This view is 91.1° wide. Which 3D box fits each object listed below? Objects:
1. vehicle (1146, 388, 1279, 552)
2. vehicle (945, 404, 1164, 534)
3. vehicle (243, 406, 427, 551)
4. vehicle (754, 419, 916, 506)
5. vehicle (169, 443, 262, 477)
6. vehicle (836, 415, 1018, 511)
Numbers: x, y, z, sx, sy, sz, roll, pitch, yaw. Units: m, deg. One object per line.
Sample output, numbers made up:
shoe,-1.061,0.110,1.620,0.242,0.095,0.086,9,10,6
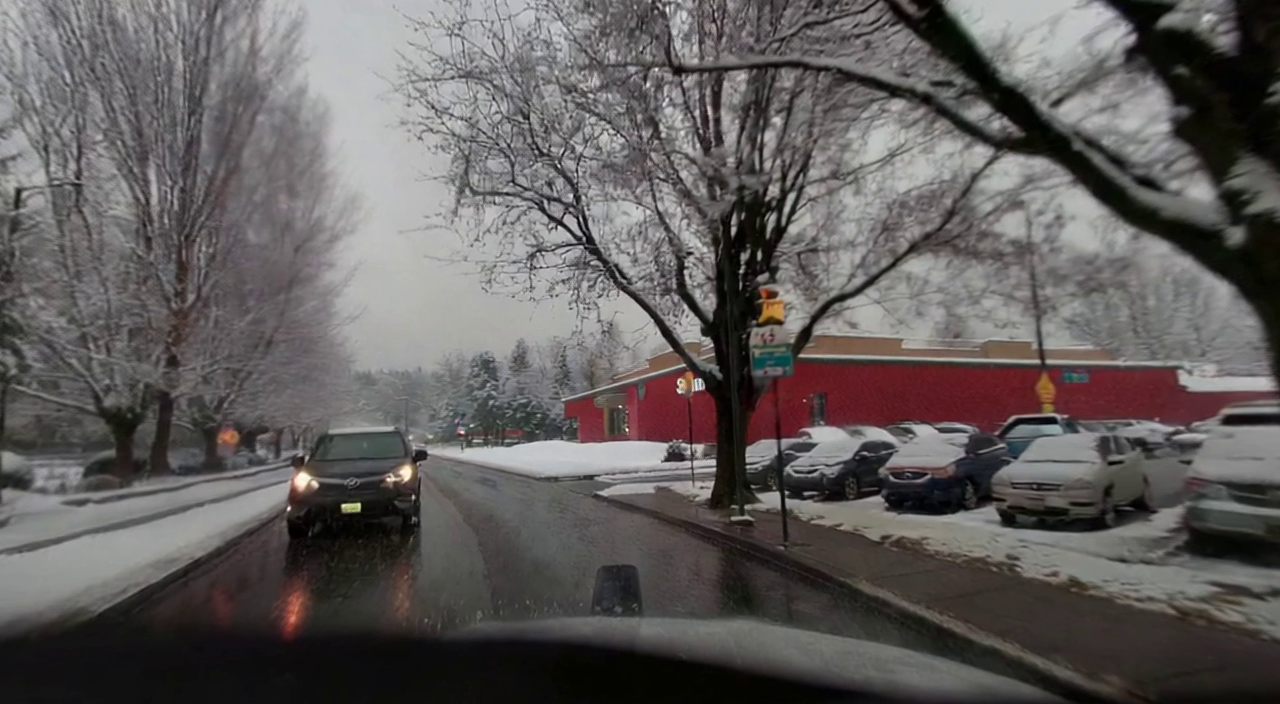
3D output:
vehicle,7.139,1.239,7.021,1.941,1.446,4.093,-7,-10,42
vehicle,6.043,1.575,9.022,1.911,1.440,3.543,-7,-11,43
vehicle,-4.577,1.868,10.092,2.065,1.773,4.128,3,-8,-19
vehicle,4.376,2.348,13.849,1.935,1.441,3.556,-9,-8,42
vehicle,-19.931,5.046,29.688,1.802,1.482,3.661,0,-8,0
vehicle,5.394,1.973,11.645,1.925,1.455,3.577,-7,-11,43
